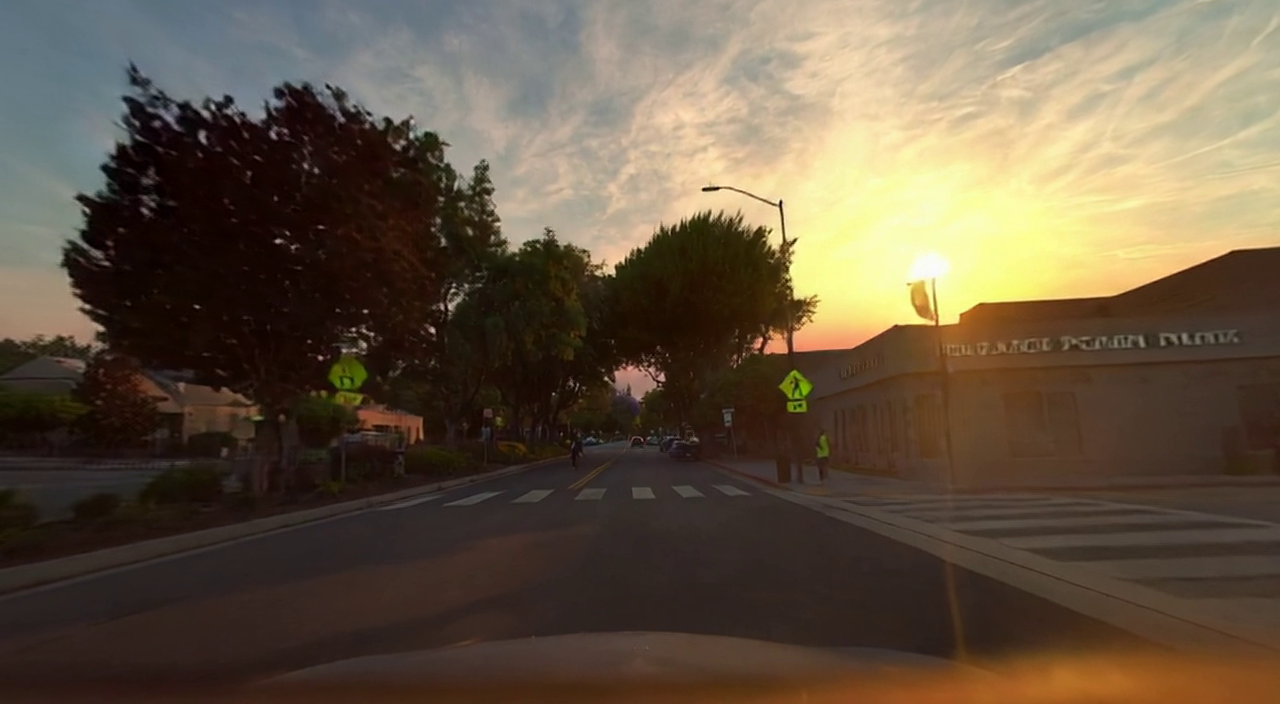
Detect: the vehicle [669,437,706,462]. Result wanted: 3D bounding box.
[{"bbox_3d":[3.042,6.377,41.267,2.152,1.527,4.010,0,-9,0],"label":"vehicle"}]
